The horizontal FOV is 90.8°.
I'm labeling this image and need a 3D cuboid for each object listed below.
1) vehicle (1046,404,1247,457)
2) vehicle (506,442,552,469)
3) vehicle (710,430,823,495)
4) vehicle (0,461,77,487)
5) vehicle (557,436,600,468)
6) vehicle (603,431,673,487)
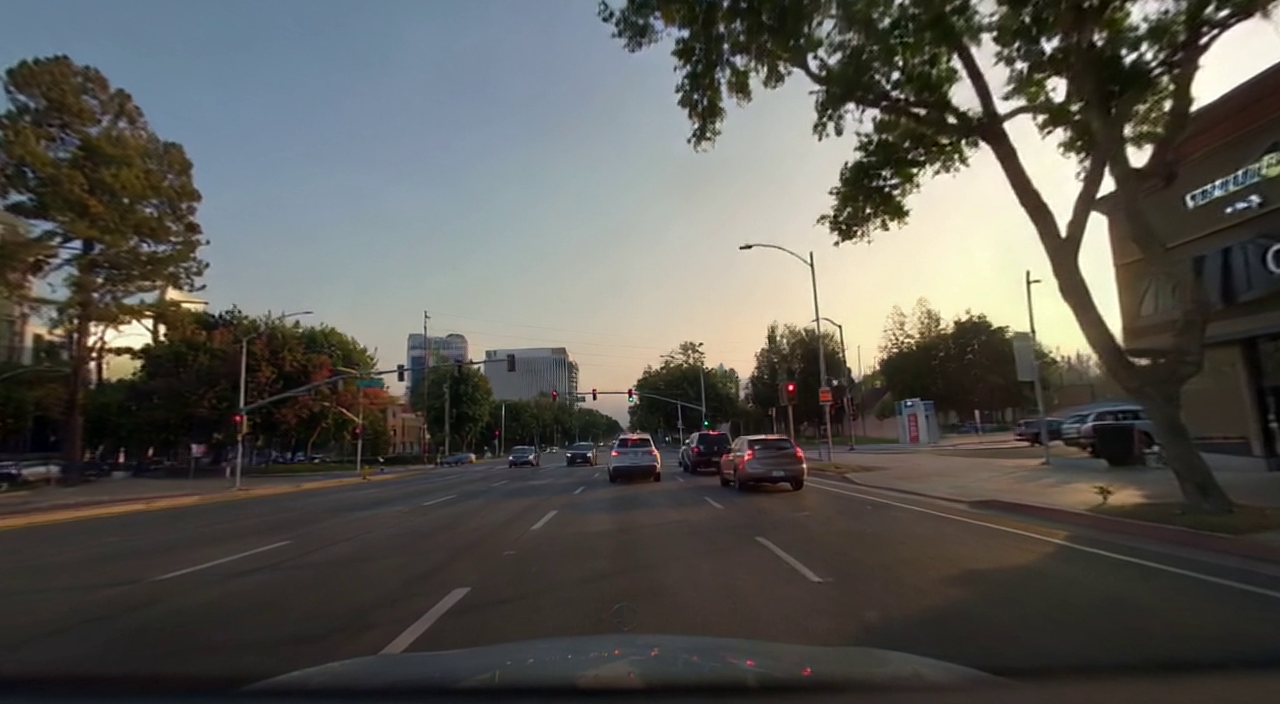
[{"bbox_3d":[15.381,2.437,19.412,4.344,1.512,1.936,-1,-9,4],"label":"vehicle"},{"bbox_3d":[-6.673,6.266,38.440,1.954,1.473,4.350,0,-9,1],"label":"vehicle"},{"bbox_3d":[3.533,3.208,18.693,2.198,1.660,4.512,0,-9,-3],"label":"vehicle"},{"bbox_3d":[-38.946,7.786,40.491,1.801,1.434,4.245,0,-9,0],"label":"vehicle"},{"bbox_3d":[-3.612,5.969,37.770,2.106,1.778,4.444,0,-9,0],"label":"vehicle"},{"bbox_3d":[-0.140,3.589,21.375,2.146,1.685,4.003,0,-9,-2],"label":"vehicle"}]
